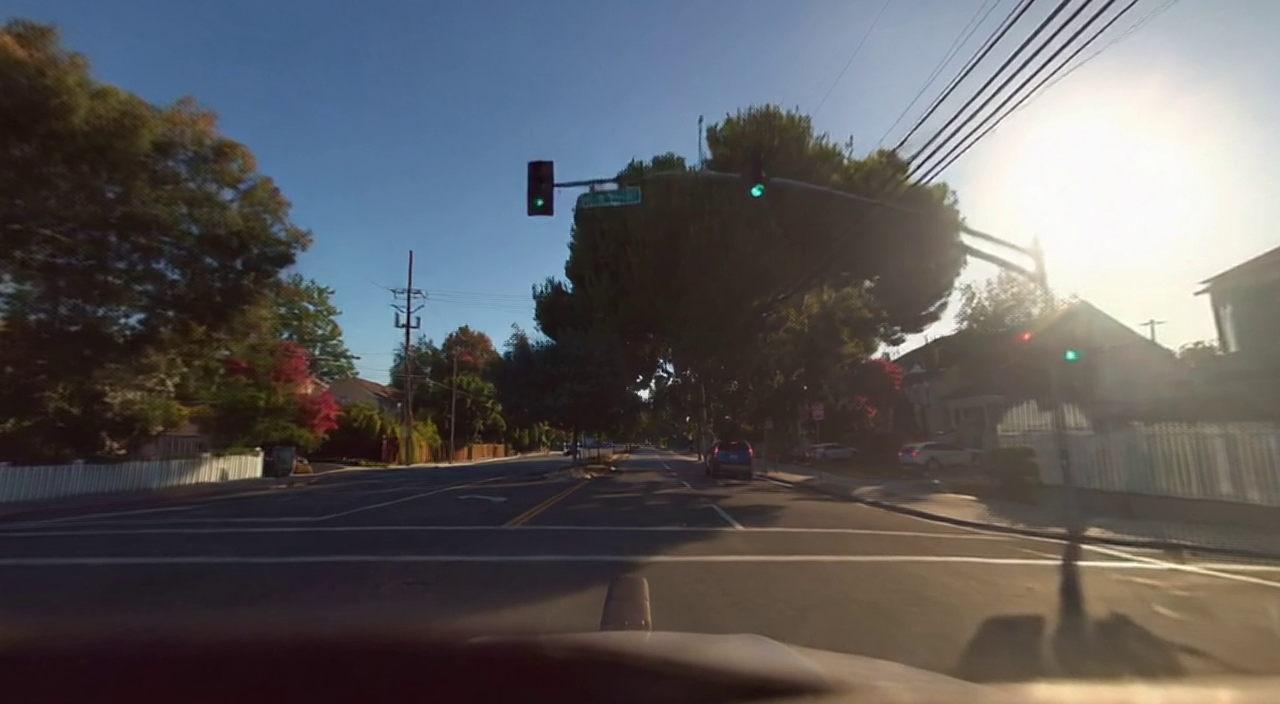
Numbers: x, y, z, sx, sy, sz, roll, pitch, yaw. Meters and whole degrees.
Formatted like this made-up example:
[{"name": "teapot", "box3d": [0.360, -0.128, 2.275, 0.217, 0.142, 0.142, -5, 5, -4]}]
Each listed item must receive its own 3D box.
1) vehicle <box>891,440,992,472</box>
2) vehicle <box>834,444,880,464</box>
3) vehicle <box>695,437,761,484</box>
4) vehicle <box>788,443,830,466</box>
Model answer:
[{"name": "vehicle", "box3d": [15.411, 5.326, 32.370, 4.135, 1.558, 1.929, 0, -8, 1]}, {"name": "vehicle", "box3d": [16.219, 7.616, 47.288, 1.747, 1.405, 4.372, 0, -8, -2]}, {"name": "vehicle", "box3d": [3.761, 4.737, 27.794, 2.144, 1.843, 4.827, 0, -9, -1]}, {"name": "vehicle", "box3d": [12.485, 7.566, 46.796, 1.970, 1.561, 4.725, -1, -9, 3]}]
